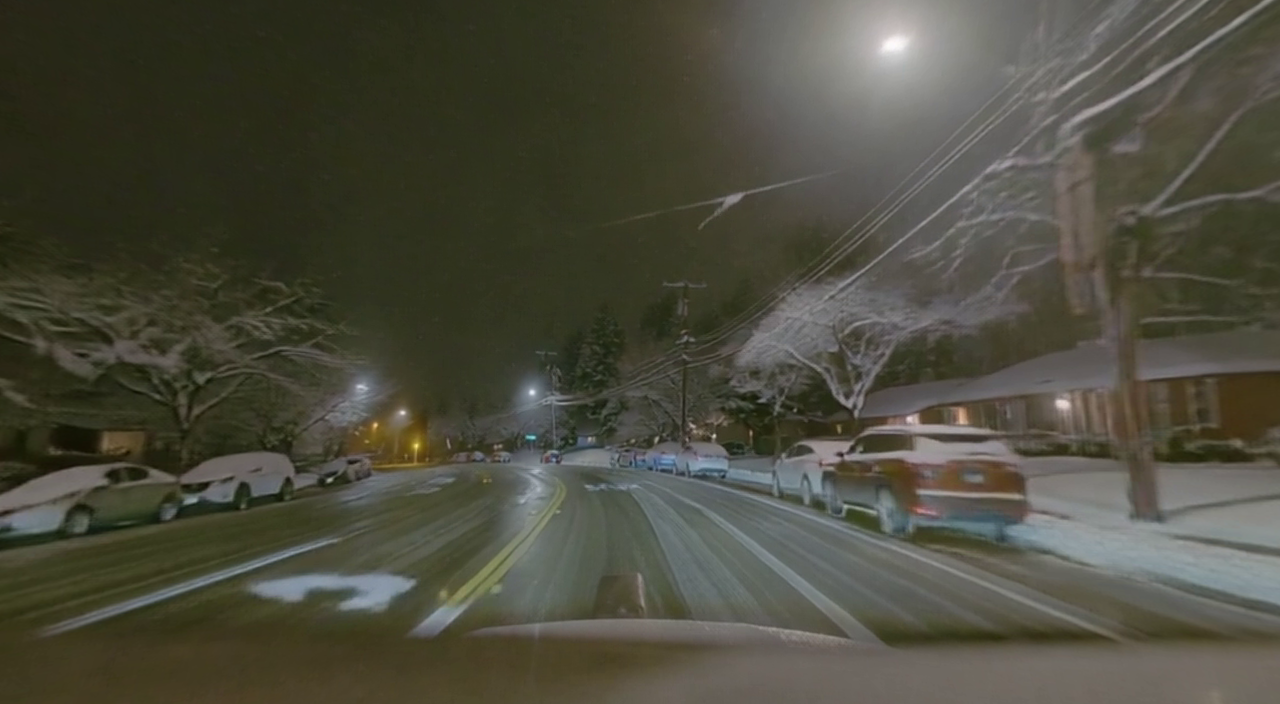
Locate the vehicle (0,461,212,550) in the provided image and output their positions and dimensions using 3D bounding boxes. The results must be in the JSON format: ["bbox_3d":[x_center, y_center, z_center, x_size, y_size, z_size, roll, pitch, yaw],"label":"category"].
[{"bbox_3d":[-11.746,3.132,13.599,2.012,1.478,4.661,1,-9,-4],"label":"vehicle"}]

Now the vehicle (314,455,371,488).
[{"bbox_3d":[-15.124,6.040,32.340,1.943,1.476,4.714,3,-9,-17],"label":"vehicle"}]

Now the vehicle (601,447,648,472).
[{"bbox_3d":[-1.071,7.013,41.472,1.875,1.514,4.047,3,-9,-19],"label":"vehicle"}]

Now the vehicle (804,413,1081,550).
[{"bbox_3d":[4.623,2.065,10.728,2.184,1.770,4.651,1,-9,-3],"label":"vehicle"}]

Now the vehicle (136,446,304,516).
[{"bbox_3d":[-12.234,3.732,18.901,2.107,1.810,4.708,1,-9,-6],"label":"vehicle"}]

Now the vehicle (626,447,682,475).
[{"bbox_3d":[0.740,6.142,35.964,1.844,1.485,4.193,3,-9,-19],"label":"vehicle"}]

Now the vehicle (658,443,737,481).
[{"bbox_3d":[2.546,5.070,29.345,2.367,1.614,4.463,2,-9,-12],"label":"vehicle"}]
